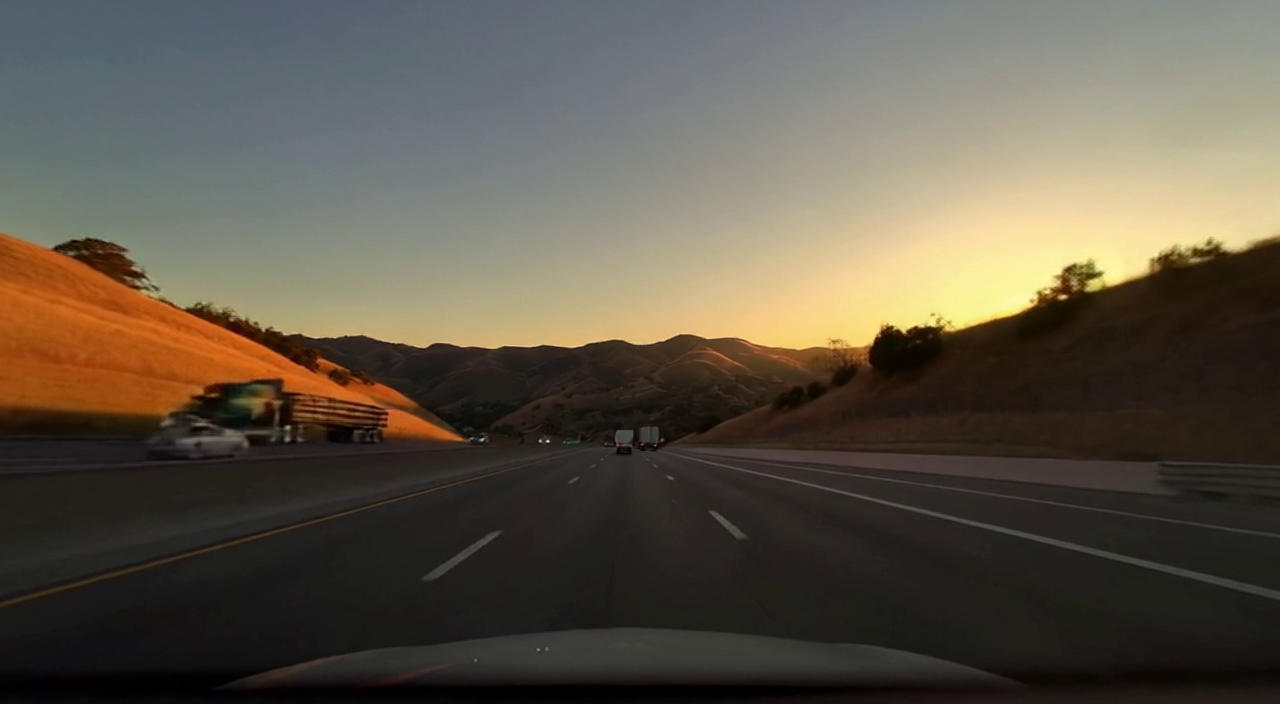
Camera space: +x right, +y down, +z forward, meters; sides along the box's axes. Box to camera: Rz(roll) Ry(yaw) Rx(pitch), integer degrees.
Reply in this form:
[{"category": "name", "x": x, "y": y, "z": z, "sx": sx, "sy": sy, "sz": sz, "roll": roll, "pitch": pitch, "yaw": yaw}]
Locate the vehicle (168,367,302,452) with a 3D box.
[{"category": "vehicle", "x": -20.685, "y": 3.120, "z": 32.694, "sx": 2.996, "sy": 3.968, "sz": 5.878, "roll": 0, "pitch": -8, "yaw": -1}]
